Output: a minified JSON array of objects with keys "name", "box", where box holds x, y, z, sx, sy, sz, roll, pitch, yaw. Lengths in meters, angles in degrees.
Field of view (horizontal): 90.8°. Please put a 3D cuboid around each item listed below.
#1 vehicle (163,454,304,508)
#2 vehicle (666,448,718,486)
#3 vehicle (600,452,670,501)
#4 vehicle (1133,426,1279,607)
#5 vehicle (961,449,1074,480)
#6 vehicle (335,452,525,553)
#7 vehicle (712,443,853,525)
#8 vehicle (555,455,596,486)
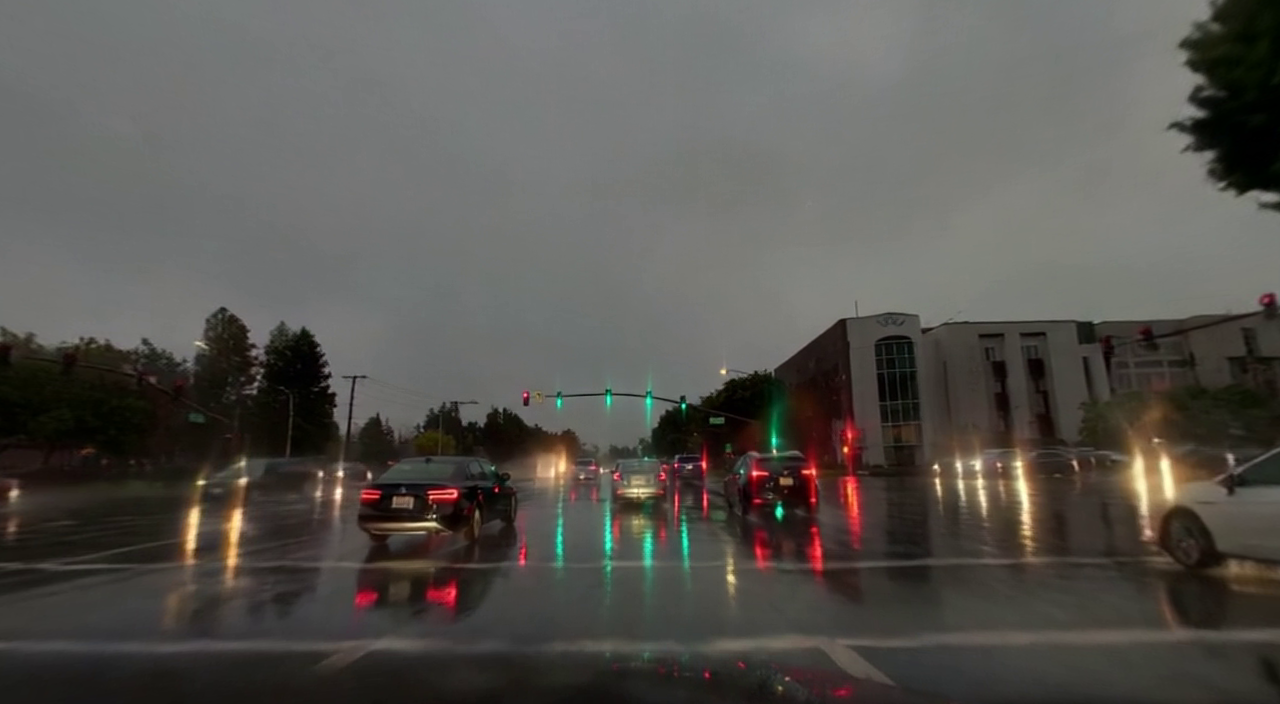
[{"name":"vehicle","box":[-14.495,4.575,22.960,1.970,1.708,4.777,0,-9,-1]},{"name":"vehicle","box":[2.589,5.886,32.620,2.138,1.778,4.422,0,-9,-2]},{"name":"vehicle","box":[-0.197,4.073,21.077,2.098,1.461,3.958,0,-9,-2]},{"name":"vehicle","box":[6.543,1.281,4.594,1.959,1.553,4.809,0,-9,-1]},{"name":"vehicle","box":[19.373,5.768,32.545,4.620,1.446,1.950,0,-9,-3]},{"name":"vehicle","box":[-3.574,2.632,11.810,2.045,1.463,4.490,0,-9,0]},{"name":"vehicle","box":[3.062,2.961,14.833,1.996,1.566,4.917,0,-9,-2]},{"name":"vehicle","box":[-3.855,7.182,38.591,2.033,1.714,4.278,-1,-9,0]}]
